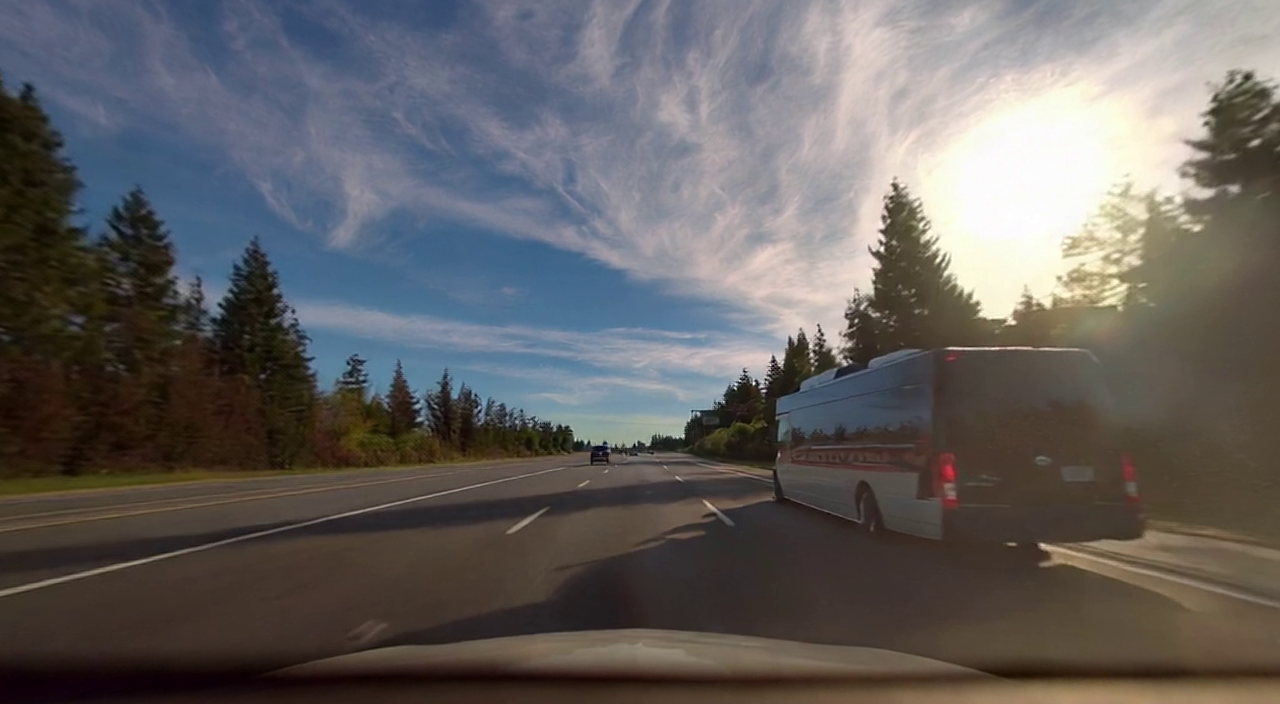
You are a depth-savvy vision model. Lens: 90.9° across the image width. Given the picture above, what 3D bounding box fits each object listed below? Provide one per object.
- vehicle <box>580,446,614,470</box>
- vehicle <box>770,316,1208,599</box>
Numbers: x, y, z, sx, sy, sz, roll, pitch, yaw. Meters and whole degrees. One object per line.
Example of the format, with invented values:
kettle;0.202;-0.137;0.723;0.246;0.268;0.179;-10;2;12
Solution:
vehicle;-3.056;7.624;45.642;2.020;1.619;4.690;0;-9;1
vehicle;3.916;1.456;9.186;2.614;2.655;6.429;0;-9;0
